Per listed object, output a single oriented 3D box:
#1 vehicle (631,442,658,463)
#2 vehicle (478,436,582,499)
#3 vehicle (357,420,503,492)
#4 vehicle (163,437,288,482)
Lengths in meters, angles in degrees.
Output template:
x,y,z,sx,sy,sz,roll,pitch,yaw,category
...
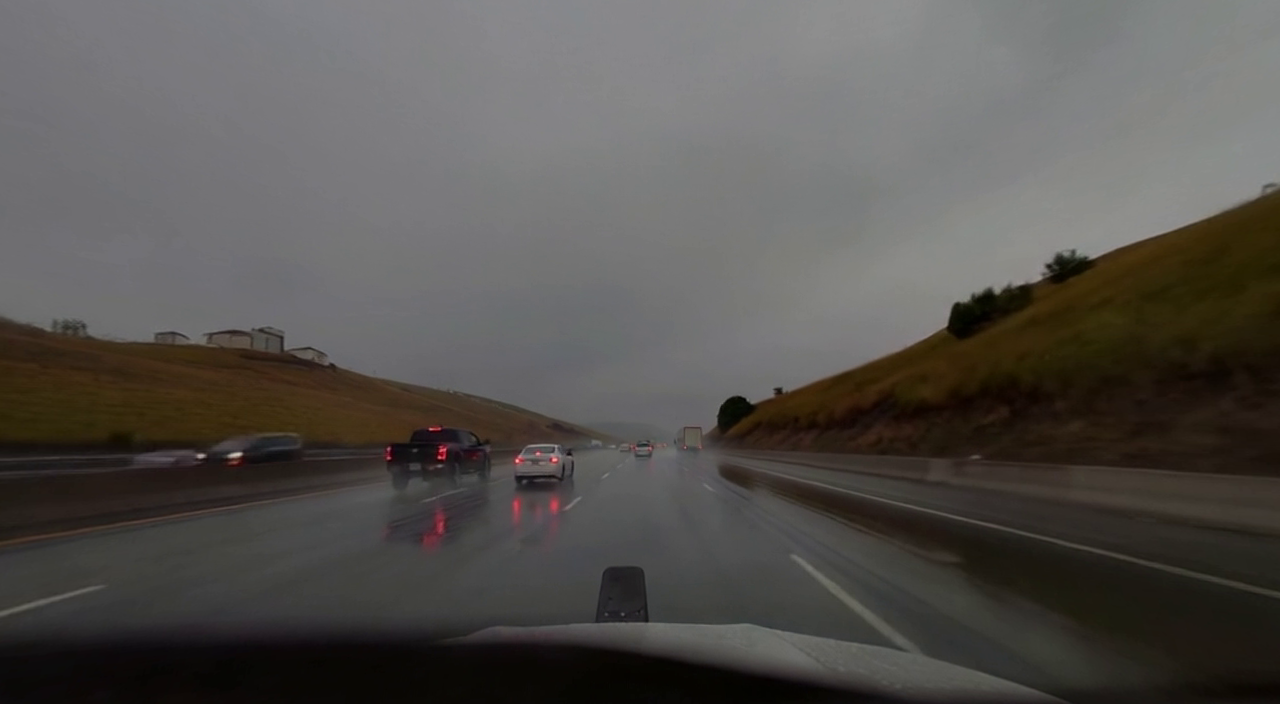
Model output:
x,y,z,sx,sy,sz,roll,pitch,yaw,category
0.316,7.899,49.510,2.031,1.566,3.904,0,-9,0,vehicle
-2.987,3.250,18.199,2.091,1.552,4.516,0,-9,2,vehicle
-6.745,3.475,21.344,2.589,2.063,6.206,0,-9,2,vehicle
-17.706,4.575,27.326,2.018,1.685,4.883,-1,-7,1,vehicle
